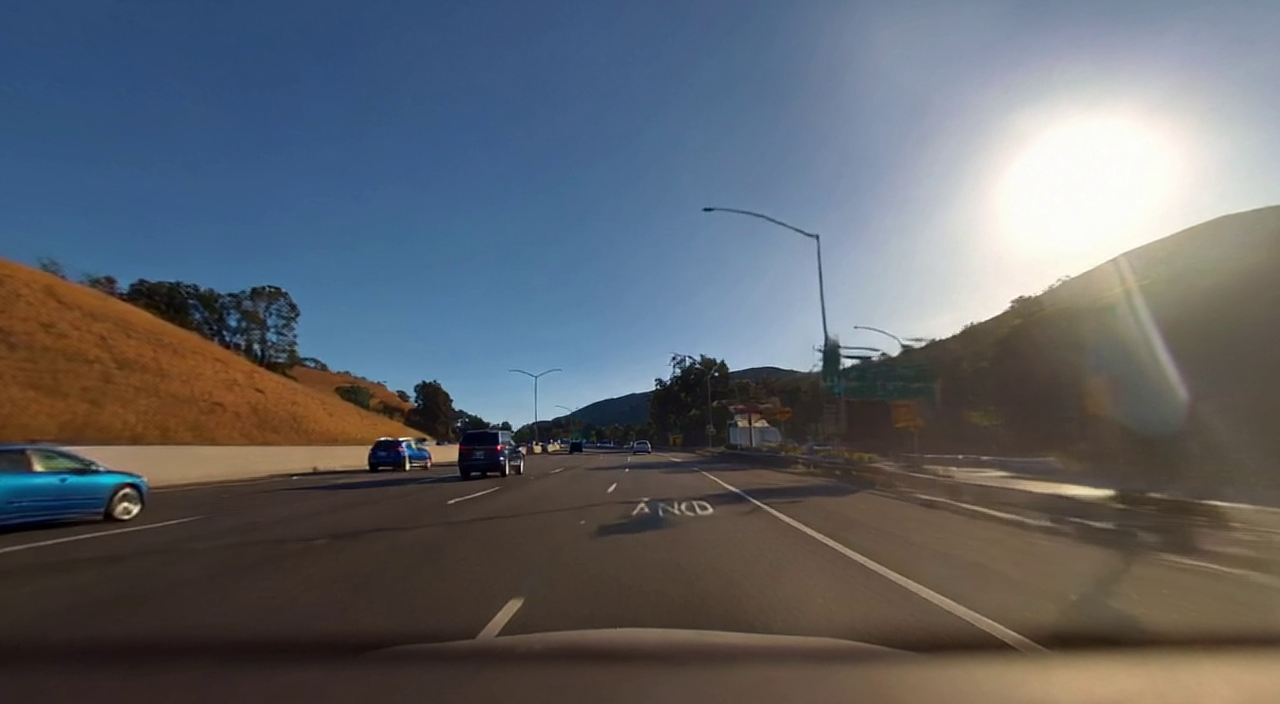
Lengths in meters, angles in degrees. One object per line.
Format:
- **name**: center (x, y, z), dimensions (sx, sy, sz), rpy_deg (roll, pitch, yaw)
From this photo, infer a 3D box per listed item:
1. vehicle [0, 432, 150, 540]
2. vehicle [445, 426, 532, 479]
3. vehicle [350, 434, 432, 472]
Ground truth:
- **vehicle**: center (-9.994, 1.898, 8.956), dimensions (1.984, 1.508, 4.935), rpy_deg (0, -9, 1)
- **vehicle**: center (-6.058, 4.121, 25.918), dimensions (2.219, 1.947, 4.924), rpy_deg (0, -9, 2)
- **vehicle**: center (-12.781, 5.234, 32.710), dimensions (2.079, 1.822, 4.893), rpy_deg (0, -9, 2)
